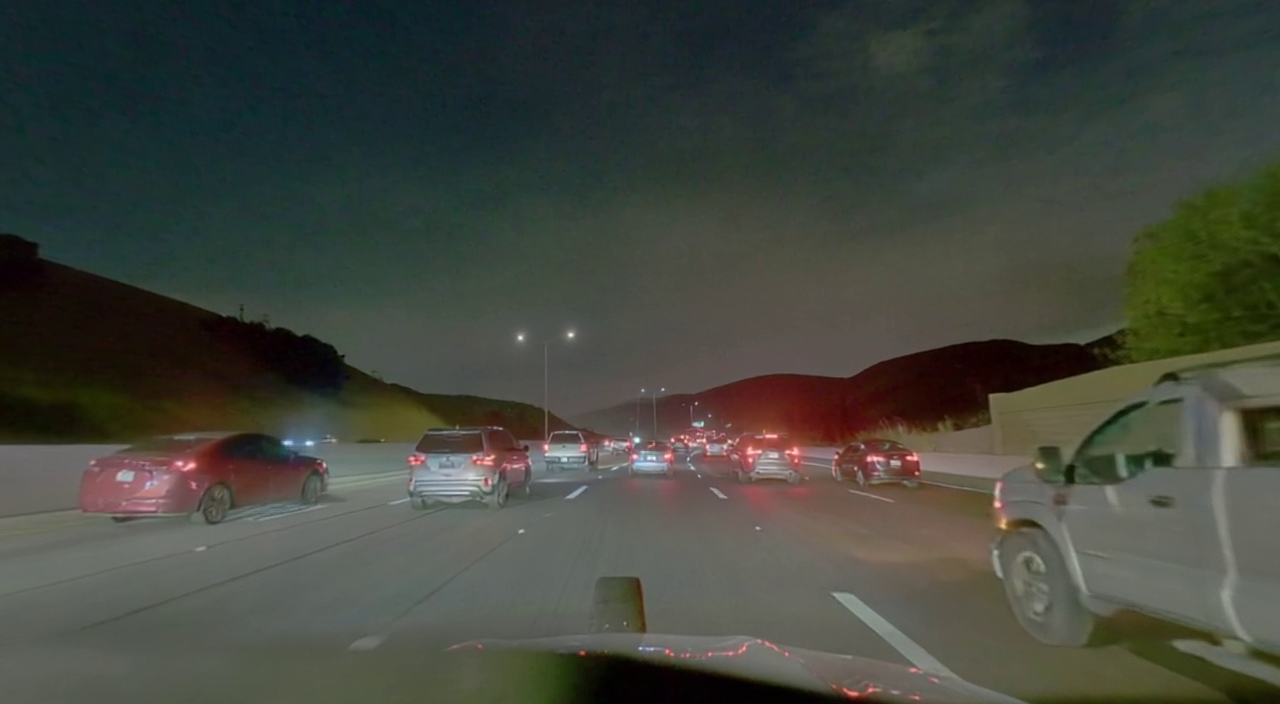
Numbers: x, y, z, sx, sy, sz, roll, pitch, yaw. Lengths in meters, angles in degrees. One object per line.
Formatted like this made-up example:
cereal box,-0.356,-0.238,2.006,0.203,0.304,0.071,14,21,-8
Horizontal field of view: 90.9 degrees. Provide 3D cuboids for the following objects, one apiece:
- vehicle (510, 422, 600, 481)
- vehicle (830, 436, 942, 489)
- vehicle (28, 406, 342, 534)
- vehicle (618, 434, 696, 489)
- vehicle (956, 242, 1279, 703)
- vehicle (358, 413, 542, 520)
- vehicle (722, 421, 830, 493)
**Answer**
vehicle,-2.969,3.672,23.531,2.301,1.902,5.374,-1,-8,3
vehicle,7.456,3.366,19.611,1.846,1.469,4.166,0,-8,1
vehicle,-7.677,2.039,11.482,2.017,1.810,4.782,0,-8,2
vehicle,0.519,3.285,19.358,2.105,1.471,4.349,0,-8,1
vehicle,3.447,0.536,2.018,2.266,1.929,5.194,0,-8,1
vehicle,-3.413,2.168,12.437,2.179,1.723,4.410,0,-8,1
vehicle,3.694,2.952,18.041,2.046,1.765,4.534,0,-8,0
